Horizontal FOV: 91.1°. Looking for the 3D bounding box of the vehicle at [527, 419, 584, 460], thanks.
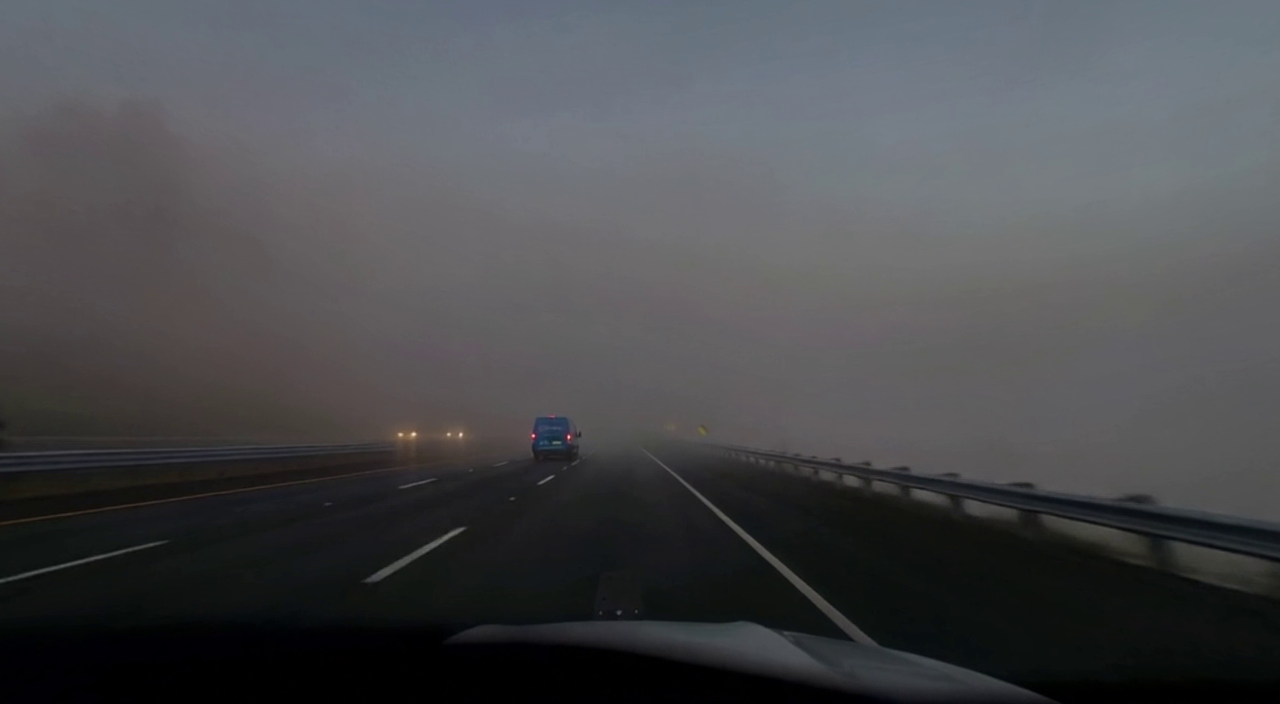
[{"bbox_3d":[-4.429,4.679,33.726,2.309,2.053,4.884,0,-8,1],"label":"vehicle"}]
